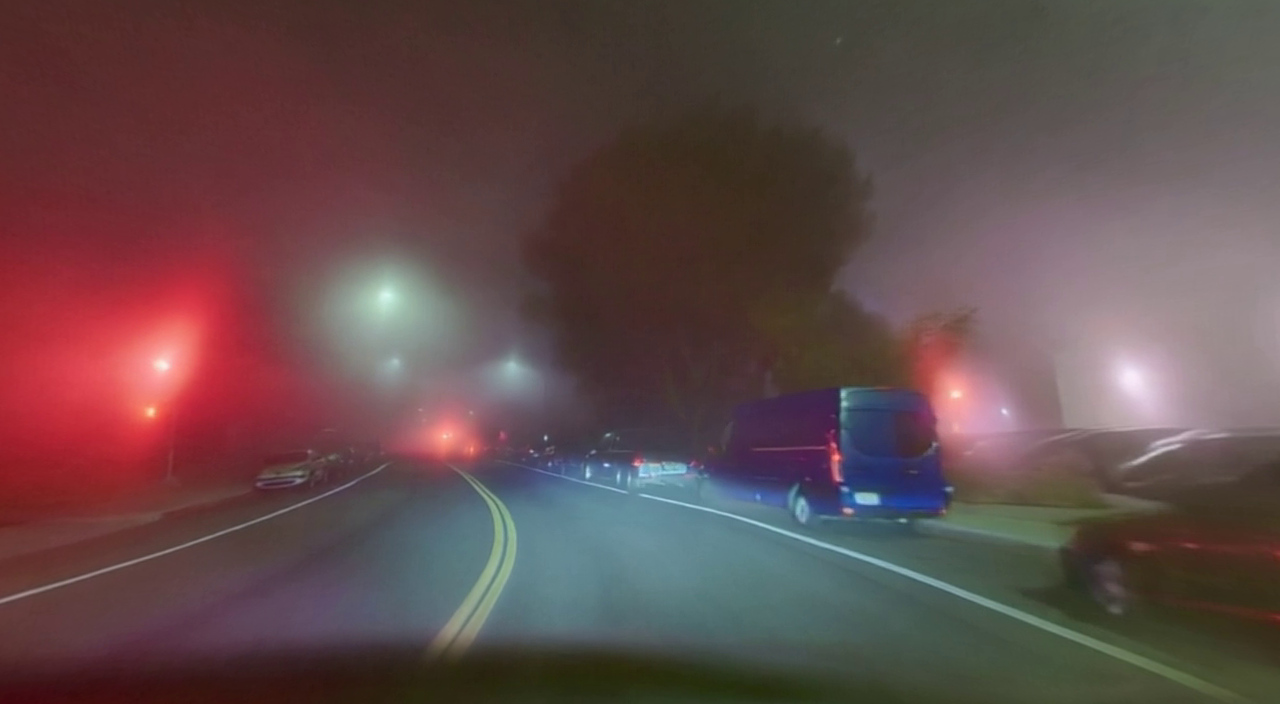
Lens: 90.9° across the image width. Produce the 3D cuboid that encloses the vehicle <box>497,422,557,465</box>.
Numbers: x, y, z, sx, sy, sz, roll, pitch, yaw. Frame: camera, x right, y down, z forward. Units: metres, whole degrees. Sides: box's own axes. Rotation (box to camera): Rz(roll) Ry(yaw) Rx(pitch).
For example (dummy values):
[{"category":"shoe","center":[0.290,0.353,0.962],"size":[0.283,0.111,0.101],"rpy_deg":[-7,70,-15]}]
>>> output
[{"category":"vehicle","center":[-8.521,6.790,46.962],"size":[3.089,2.882,6.770],"rpy_deg":[3,-9,-21]}]

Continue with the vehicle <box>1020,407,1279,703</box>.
[{"category":"vehicle","center":[4.218,0.977,2.856],"size":[1.957,1.479,4.554],"rpy_deg":[0,-8,-3]}]

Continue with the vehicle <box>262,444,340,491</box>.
[{"category":"vehicle","center":[-12.488,4.234,23.506],"size":[1.950,1.489,4.214],"rpy_deg":[2,-8,-20]}]

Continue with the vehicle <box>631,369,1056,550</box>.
[{"category":"vehicle","center":[2.607,2.081,12.964],"size":[3.041,2.164,10.370],"rpy_deg":[1,-9,-15]}]
